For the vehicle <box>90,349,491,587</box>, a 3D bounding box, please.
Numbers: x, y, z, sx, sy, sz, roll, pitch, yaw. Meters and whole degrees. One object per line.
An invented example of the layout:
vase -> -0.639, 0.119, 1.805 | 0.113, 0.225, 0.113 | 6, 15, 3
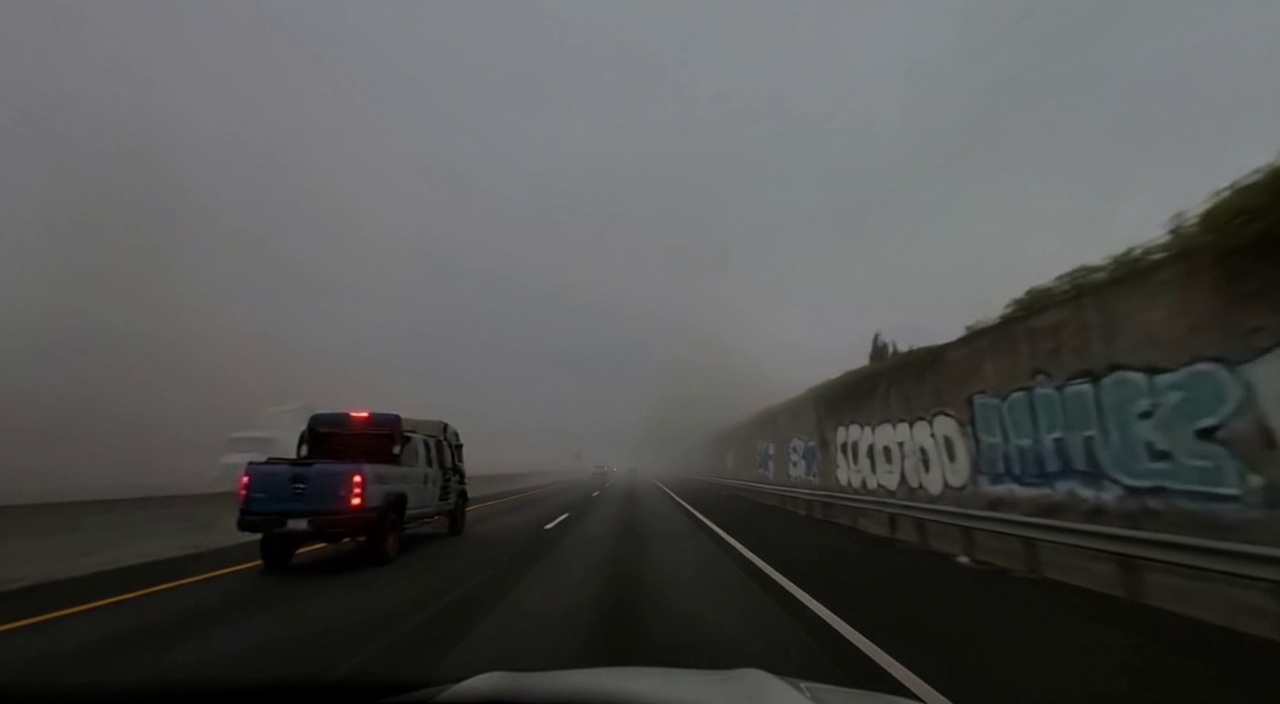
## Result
vehicle -> -4.319, 1.730, 9.608 | 2.597, 2.434, 6.020 | 1, -11, 0
